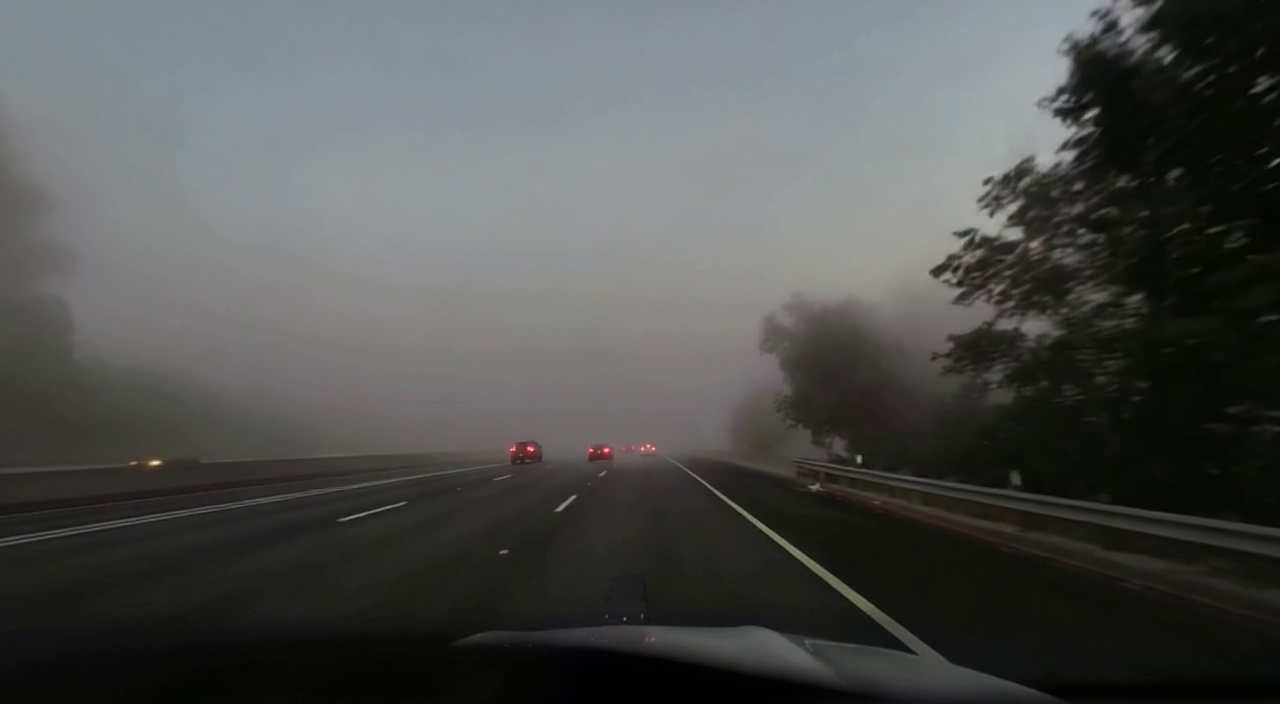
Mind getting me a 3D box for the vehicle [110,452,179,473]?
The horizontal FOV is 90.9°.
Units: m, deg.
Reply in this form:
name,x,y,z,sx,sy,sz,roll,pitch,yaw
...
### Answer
name,x,y,z,sx,sy,sz,roll,pitch,yaw
vehicle,-36.583,8.144,46.683,1.736,1.463,4.104,-1,-8,1
